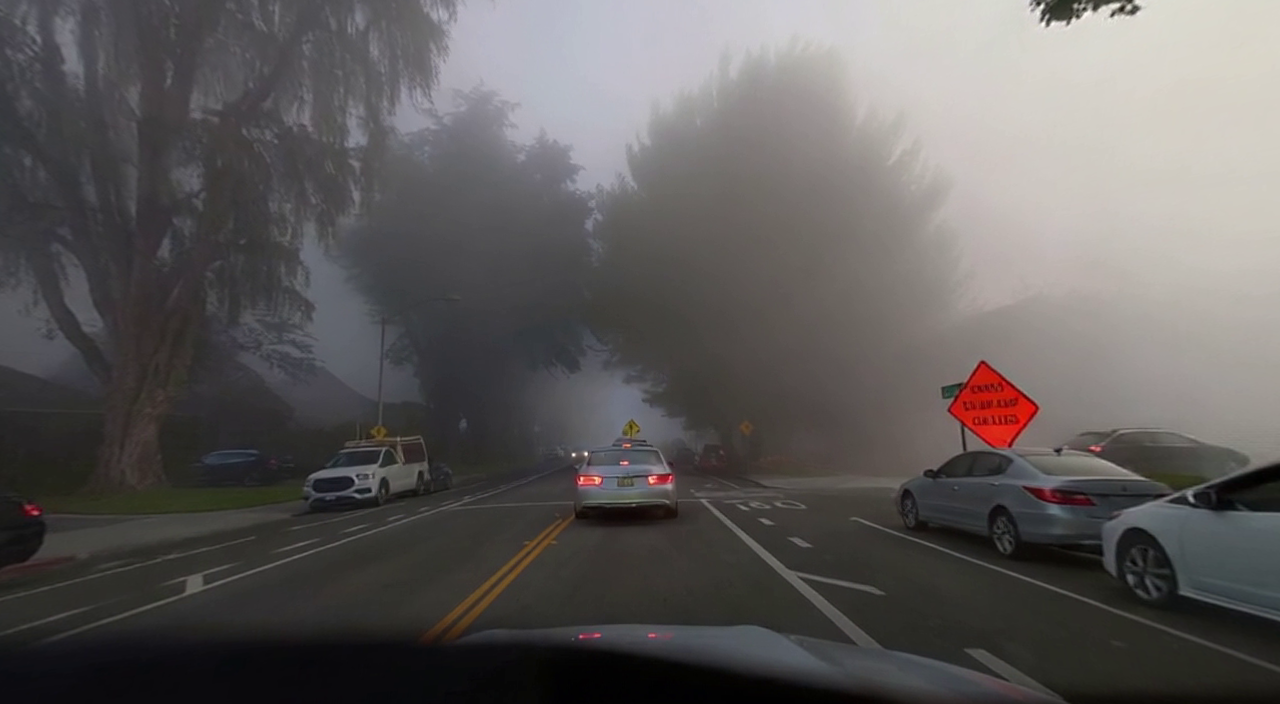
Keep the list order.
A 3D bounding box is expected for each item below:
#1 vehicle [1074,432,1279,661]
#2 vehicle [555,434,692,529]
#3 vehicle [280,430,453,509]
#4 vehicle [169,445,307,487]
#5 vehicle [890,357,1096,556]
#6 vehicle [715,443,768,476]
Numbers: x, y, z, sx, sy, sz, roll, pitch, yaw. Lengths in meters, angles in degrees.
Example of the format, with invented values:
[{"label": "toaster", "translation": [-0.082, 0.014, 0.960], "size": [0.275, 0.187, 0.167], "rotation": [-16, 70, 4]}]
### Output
[{"label": "vehicle", "translation": [5.109, 1.203, 3.654], "size": [1.864, 1.480, 4.587], "rotation": [0, -9, -1]}, {"label": "vehicle", "translation": [-0.239, 2.358, 12.065], "size": [2.151, 1.481, 4.084], "rotation": [0, -9, 1]}, {"label": "vehicle", "translation": [-8.150, 3.563, 19.727], "size": [2.659, 2.047, 6.014], "rotation": [0, -9, 0]}, {"label": "vehicle", "translation": [-16.637, 4.726, 26.218], "size": [4.468, 1.517, 1.796], "rotation": [-1, -9, -2]}, {"label": "vehicle", "translation": [5.272, 1.577, 9.828], "size": [1.409, 2.648, 2.645], "rotation": [1, -9, -4]}, {"label": "vehicle", "translation": [4.917, 5.268, 30.990], "size": [1.985, 1.481, 4.116], "rotation": [0, -9, 1]}]
